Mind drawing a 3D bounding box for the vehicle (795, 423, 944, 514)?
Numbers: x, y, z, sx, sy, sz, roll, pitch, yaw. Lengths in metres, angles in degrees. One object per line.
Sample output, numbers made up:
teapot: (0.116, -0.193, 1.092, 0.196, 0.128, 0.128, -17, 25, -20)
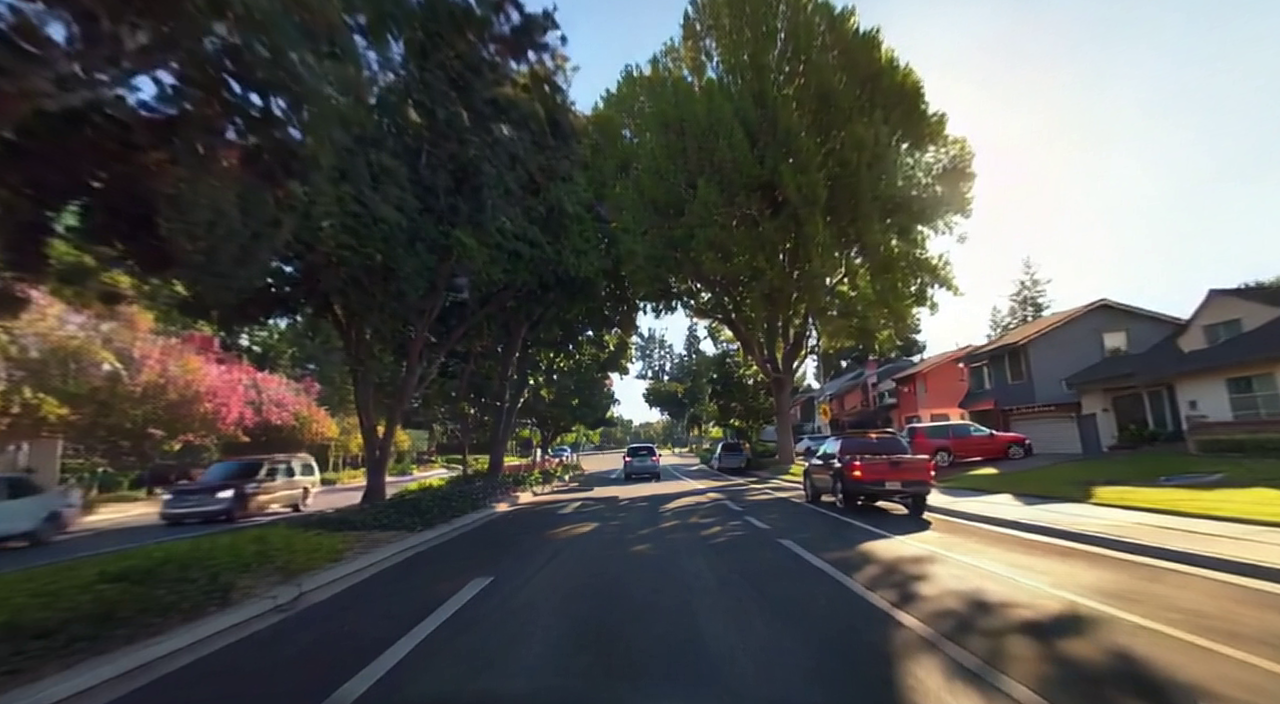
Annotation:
vehicle: (5.131, 2.673, 14.981, 2.045, 1.776, 4.851, -1, -8, 5)

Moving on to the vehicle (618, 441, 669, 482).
vehicle: (0.192, 4.800, 27.979, 2.106, 1.655, 3.717, 0, -8, 1)

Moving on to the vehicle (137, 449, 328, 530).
vehicle: (-10.303, 3.454, 16.503, 2.028, 1.759, 4.360, 0, -8, 0)

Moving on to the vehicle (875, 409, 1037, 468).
vehicle: (11.928, 3.356, 24.180, 4.919, 1.886, 2.086, -4, -10, 2)
